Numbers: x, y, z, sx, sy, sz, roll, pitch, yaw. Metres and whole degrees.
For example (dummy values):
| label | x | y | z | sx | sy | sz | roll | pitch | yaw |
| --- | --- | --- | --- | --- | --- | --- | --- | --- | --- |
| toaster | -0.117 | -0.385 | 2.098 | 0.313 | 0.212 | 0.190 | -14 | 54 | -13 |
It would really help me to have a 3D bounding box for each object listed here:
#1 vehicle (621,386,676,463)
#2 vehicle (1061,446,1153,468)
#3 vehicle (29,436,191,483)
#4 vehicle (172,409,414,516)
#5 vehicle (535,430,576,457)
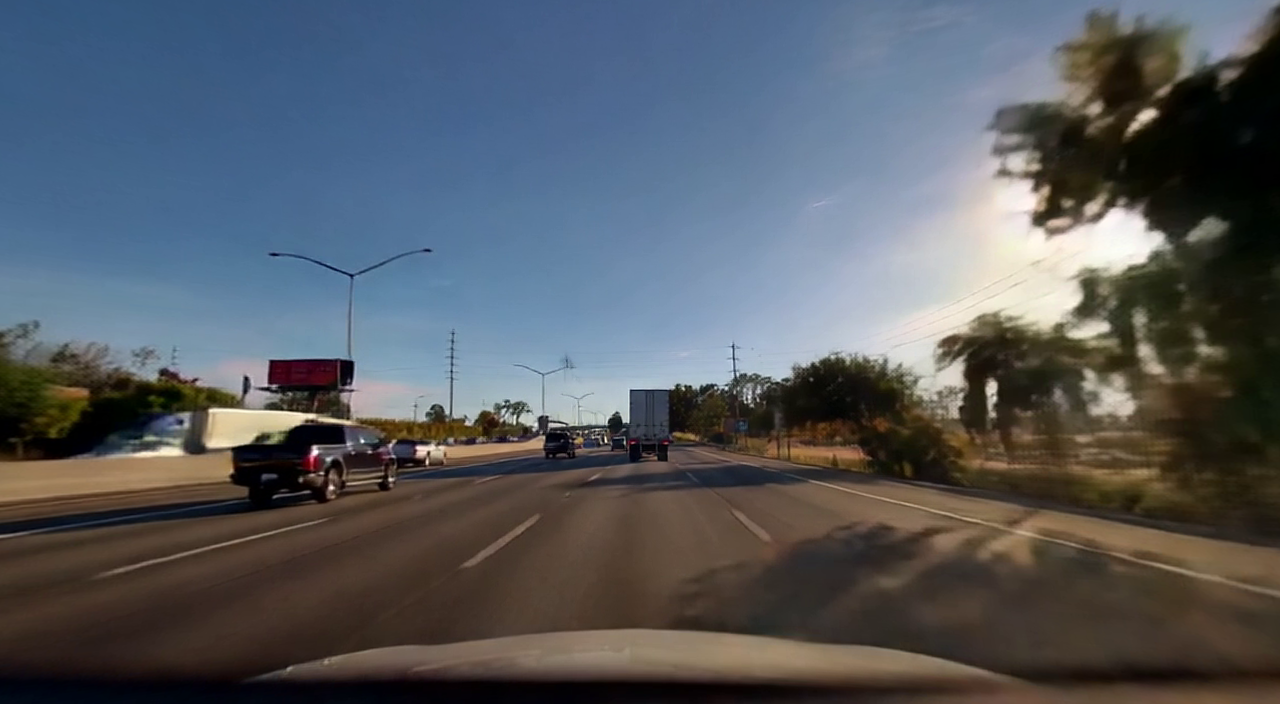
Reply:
| label | x | y | z | sx | sy | sz | roll | pitch | yaw |
| --- | --- | --- | --- | --- | --- | --- | --- | --- | --- |
| vehicle | 0.633 | 4.585 | 38.557 | 2.879 | 4.027 | 11.243 | -1 | -8 | 2 |
| vehicle | 33.486 | 7.534 | 45.347 | 1.757 | 1.437 | 4.897 | 5 | -10 | -34 |
| vehicle | -17.933 | 3.634 | 21.660 | 1.911 | 1.440 | 4.191 | 0 | -8 | 0 |
| vehicle | -7.049 | 2.319 | 13.759 | 2.197 | 1.847 | 5.364 | 0 | -8 | 0 |
| vehicle | -6.430 | 7.041 | 48.765 | 2.263 | 1.936 | 5.802 | 0 | -8 | 1 |
